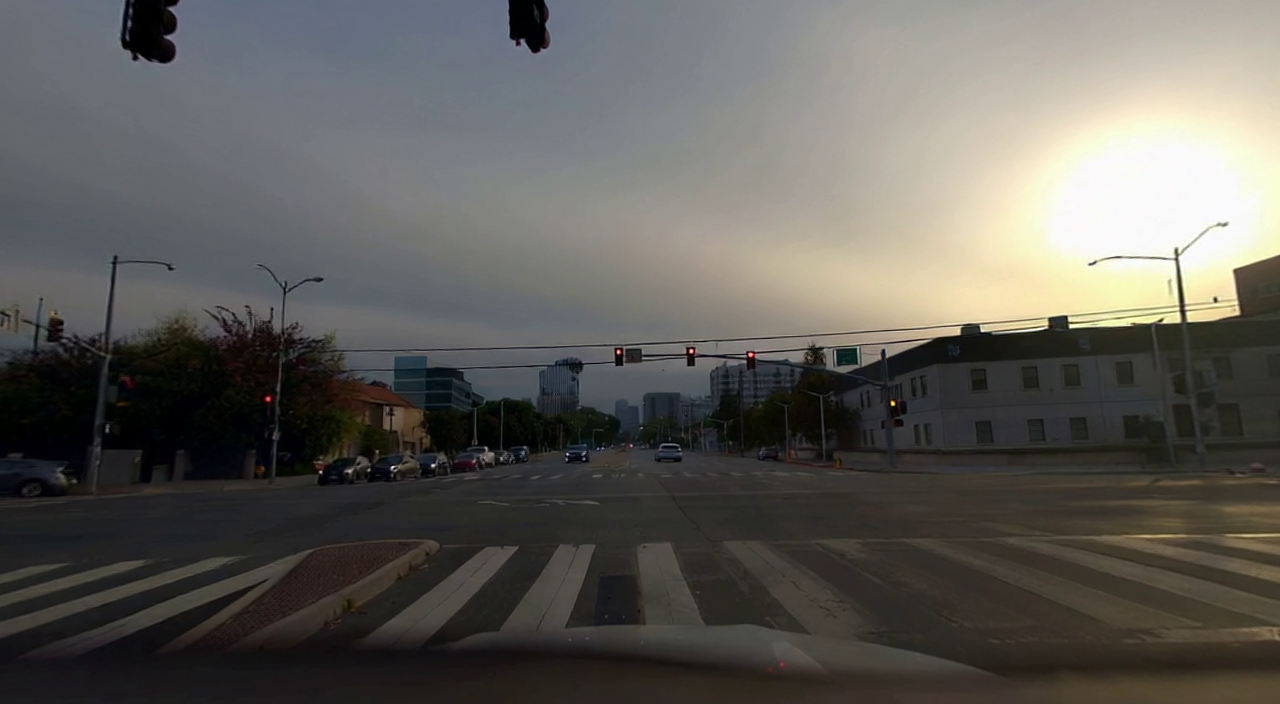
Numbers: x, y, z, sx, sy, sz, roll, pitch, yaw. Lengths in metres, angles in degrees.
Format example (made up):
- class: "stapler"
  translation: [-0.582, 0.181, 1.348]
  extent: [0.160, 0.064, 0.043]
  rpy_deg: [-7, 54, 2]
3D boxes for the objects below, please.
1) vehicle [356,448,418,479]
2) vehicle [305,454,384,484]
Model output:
- class: "vehicle"
  translation: [-16.180, 7.108, 40.447]
  extent: [1.960, 1.819, 5.018]
  rpy_deg: [0, -9, -1]
- class: "vehicle"
  translation: [-16.090, 6.375, 34.503]
  extent: [2.055, 1.506, 4.663]
  rpy_deg: [0, -9, 0]
